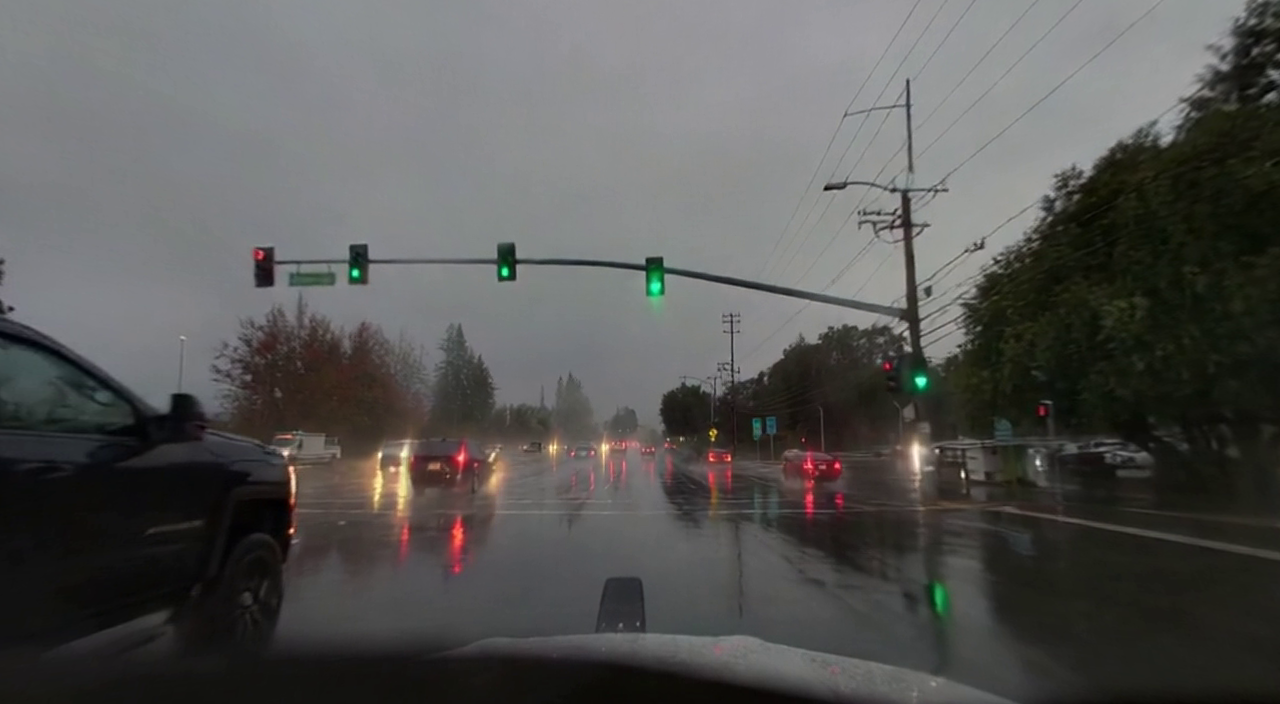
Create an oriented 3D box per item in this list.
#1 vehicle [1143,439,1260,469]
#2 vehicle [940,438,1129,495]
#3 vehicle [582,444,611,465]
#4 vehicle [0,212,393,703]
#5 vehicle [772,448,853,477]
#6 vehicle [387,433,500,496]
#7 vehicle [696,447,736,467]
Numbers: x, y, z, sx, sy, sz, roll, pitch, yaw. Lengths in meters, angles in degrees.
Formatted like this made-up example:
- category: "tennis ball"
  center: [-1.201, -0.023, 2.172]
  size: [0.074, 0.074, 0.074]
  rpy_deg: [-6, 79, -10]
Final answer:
- category: "vehicle"
  center: [32.481, 5.918, 36.741]
  size: [1.833, 1.587, 4.653]
  rpy_deg: [3, -9, -21]
- category: "vehicle"
  center: [13.582, 3.904, 22.012]
  size: [5.106, 1.735, 2.150]
  rpy_deg: [-8, -12, 44]
- category: "vehicle"
  center: [-3.315, 7.954, 49.114]
  size: [2.002, 1.494, 4.322]
  rpy_deg: [0, -9, 0]
- category: "vehicle"
  center: [-3.126, 0.561, 1.656]
  size: [2.467, 1.991, 6.089]
  rpy_deg: [0, -9, 0]
- category: "vehicle"
  center: [9.244, 5.954, 34.238]
  size: [1.840, 1.428, 4.602]
  rpy_deg: [3, -9, -20]
- category: "vehicle"
  center: [-6.374, 3.708, 21.177]
  size: [2.169, 1.865, 4.739]
  rpy_deg: [0, -9, 1]
- category: "vehicle"
  center: [5.771, 8.020, 48.559]
  size: [2.071, 1.435, 4.226]
  rpy_deg: [1, -9, -6]
